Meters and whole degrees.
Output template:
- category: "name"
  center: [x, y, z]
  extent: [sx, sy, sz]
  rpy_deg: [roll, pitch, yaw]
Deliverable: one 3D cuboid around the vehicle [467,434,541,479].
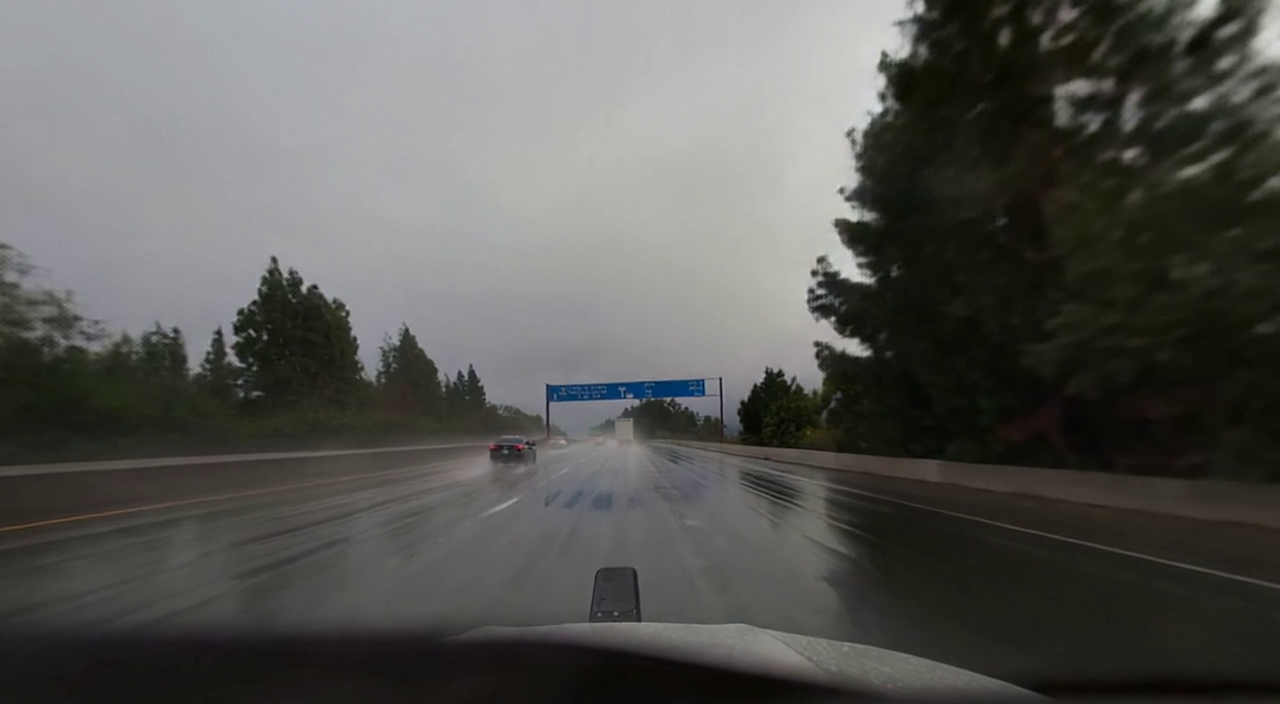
- category: "vehicle"
  center: [-4.856, 3.748, 22.948]
  extent: [1.912, 1.495, 3.703]
  rpy_deg: [0, -8, -1]
